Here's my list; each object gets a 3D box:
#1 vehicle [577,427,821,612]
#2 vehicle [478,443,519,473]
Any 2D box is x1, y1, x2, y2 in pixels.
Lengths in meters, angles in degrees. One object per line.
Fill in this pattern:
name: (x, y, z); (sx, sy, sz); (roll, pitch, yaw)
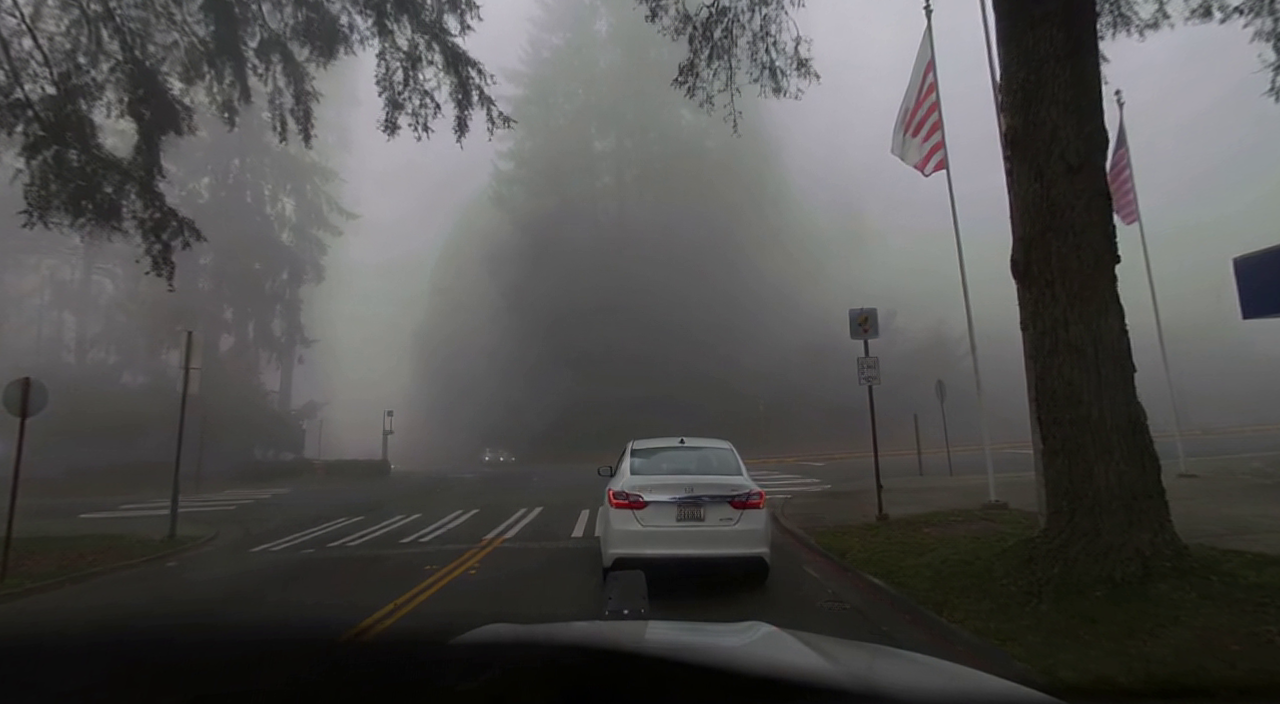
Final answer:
vehicle: (0.395, 1.647, 7.012); (1.985, 1.463, 3.647); (0, -9, -3)
vehicle: (-9.986, 7.486, 44.736); (2.212, 1.948, 4.537); (0, -9, -5)
